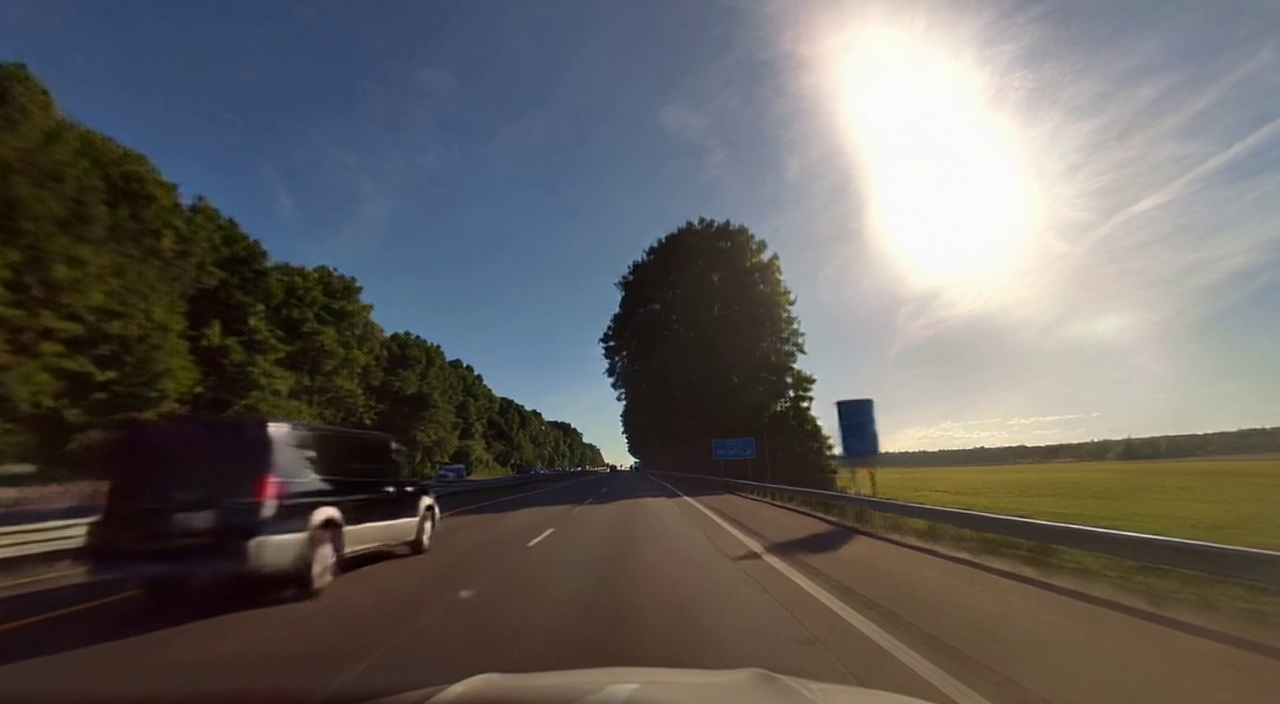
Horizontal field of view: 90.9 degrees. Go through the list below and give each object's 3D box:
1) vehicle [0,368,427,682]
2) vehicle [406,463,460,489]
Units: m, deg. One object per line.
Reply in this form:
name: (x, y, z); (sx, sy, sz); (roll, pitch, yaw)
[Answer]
vehicle: (-3.946, 1.425, 6.099); (2.100, 1.824, 4.634); (1, -11, 0)
vehicle: (-12.850, 7.723, 39.386); (2.001, 1.509, 4.071); (1, -11, 0)
